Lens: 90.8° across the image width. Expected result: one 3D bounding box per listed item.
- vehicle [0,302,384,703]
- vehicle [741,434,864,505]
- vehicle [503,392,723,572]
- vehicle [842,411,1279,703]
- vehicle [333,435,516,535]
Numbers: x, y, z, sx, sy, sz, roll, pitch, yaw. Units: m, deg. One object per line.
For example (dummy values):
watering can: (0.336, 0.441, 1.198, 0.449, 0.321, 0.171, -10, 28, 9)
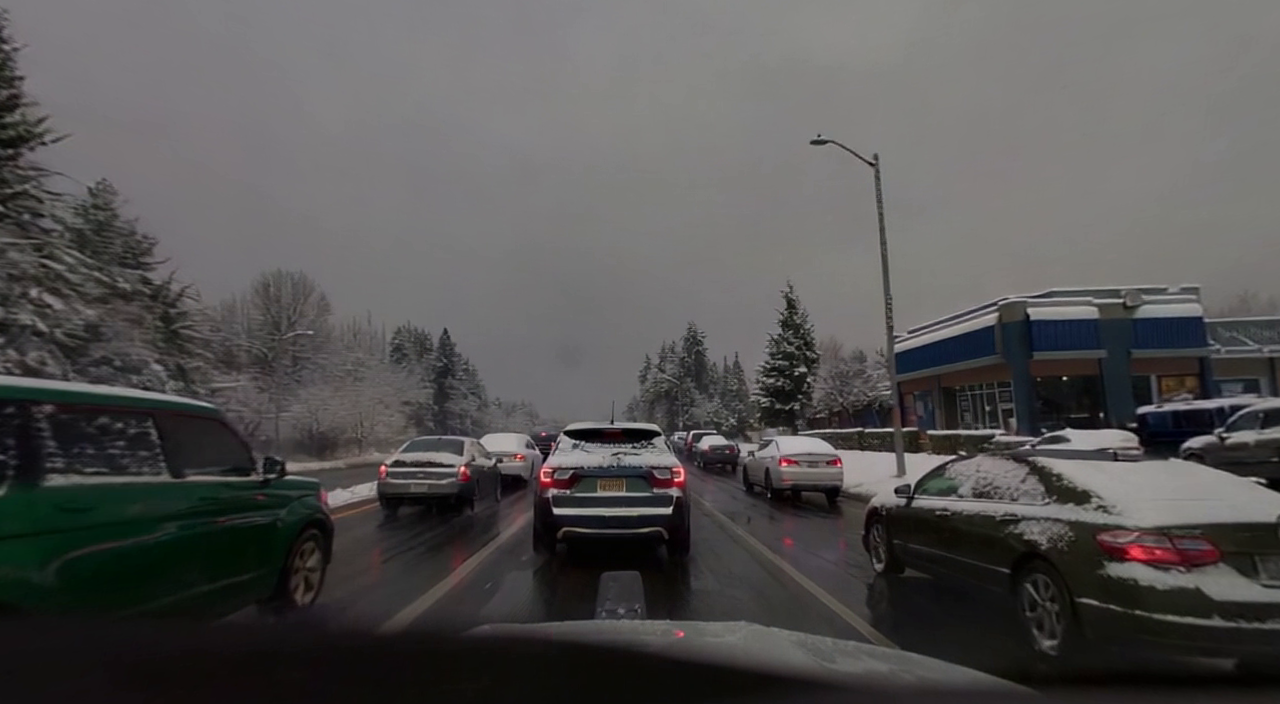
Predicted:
vehicle: (-3.598, 0.942, 3.782, 2.231, 1.853, 4.461, 0, -9, 0)
vehicle: (3.896, 2.891, 15.964, 1.875, 1.521, 4.192, 0, -9, -2)
vehicle: (-0.311, 1.639, 8.628, 2.238, 1.825, 4.190, 0, -9, -1)
vehicle: (3.376, 1.351, 5.235, 1.900, 1.477, 4.352, 0, -9, -1)
vehicle: (-3.570, 2.265, 11.408, 1.849, 1.451, 4.218, 0, -9, -1)
